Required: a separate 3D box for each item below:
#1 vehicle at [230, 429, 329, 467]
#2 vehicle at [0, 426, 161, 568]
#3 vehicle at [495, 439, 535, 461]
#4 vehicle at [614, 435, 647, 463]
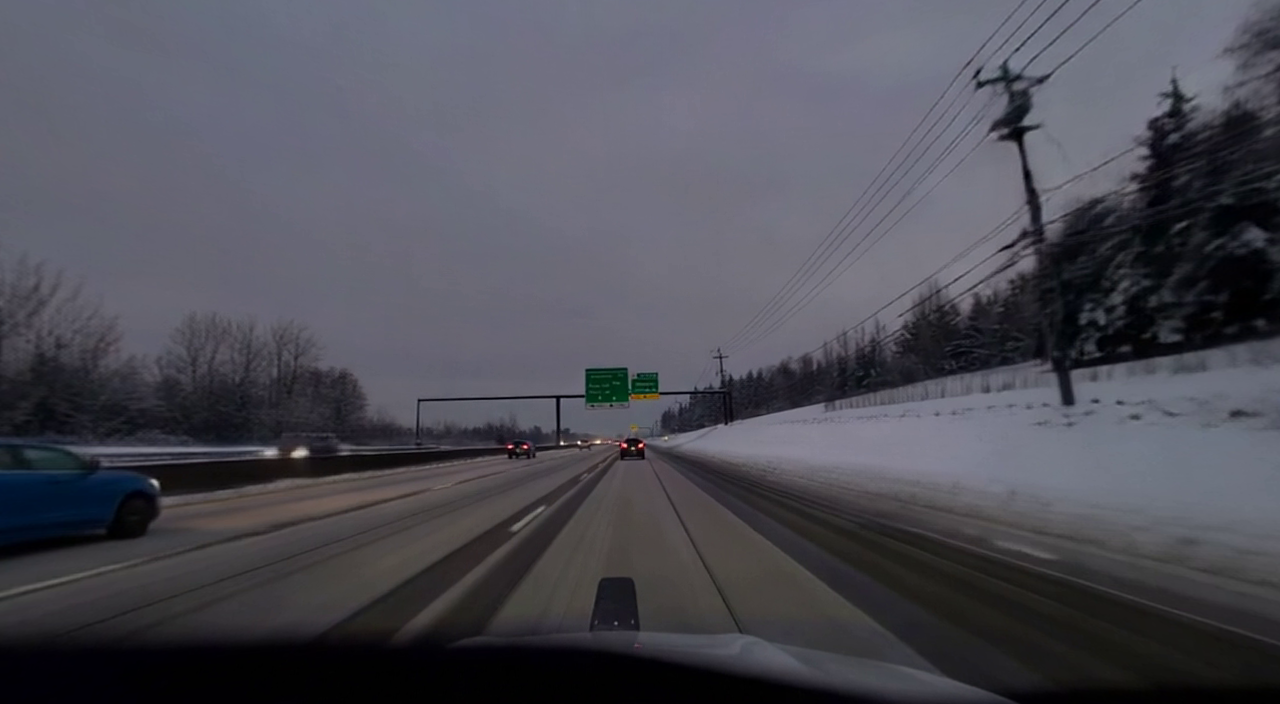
[{"bbox_3d":[-15.946,4.276,28.146,1.872,1.498,4.506,0,-8,-1],"label":"vehicle"},{"bbox_3d":[-7.473,1.471,6.303,1.949,1.428,4.408,0,-8,-1],"label":"vehicle"},{"bbox_3d":[-8.888,7.033,45.193,2.047,1.486,4.306,0,-8,-1],"label":"vehicle"},{"bbox_3d":[-0.631,6.356,41.462,2.040,1.715,3.906,0,-8,-1],"label":"vehicle"}]
